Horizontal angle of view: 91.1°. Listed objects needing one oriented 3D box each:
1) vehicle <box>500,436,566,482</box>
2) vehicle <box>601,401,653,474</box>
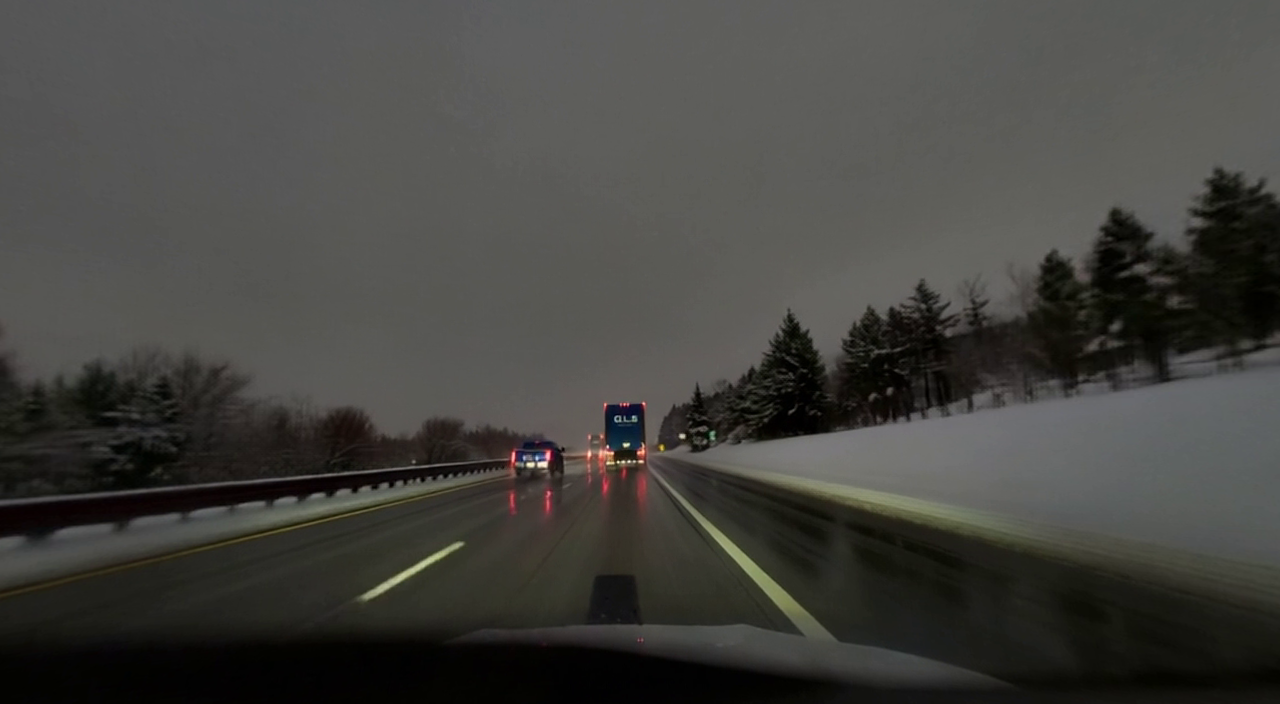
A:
[{"bbox_3d":[-4.915,5.002,29.597,2.226,1.935,5.130,0,-9,0],"label":"vehicle"},{"bbox_3d":[-0.872,5.527,39.963,2.923,4.007,9.760,0,-9,-2],"label":"vehicle"}]
